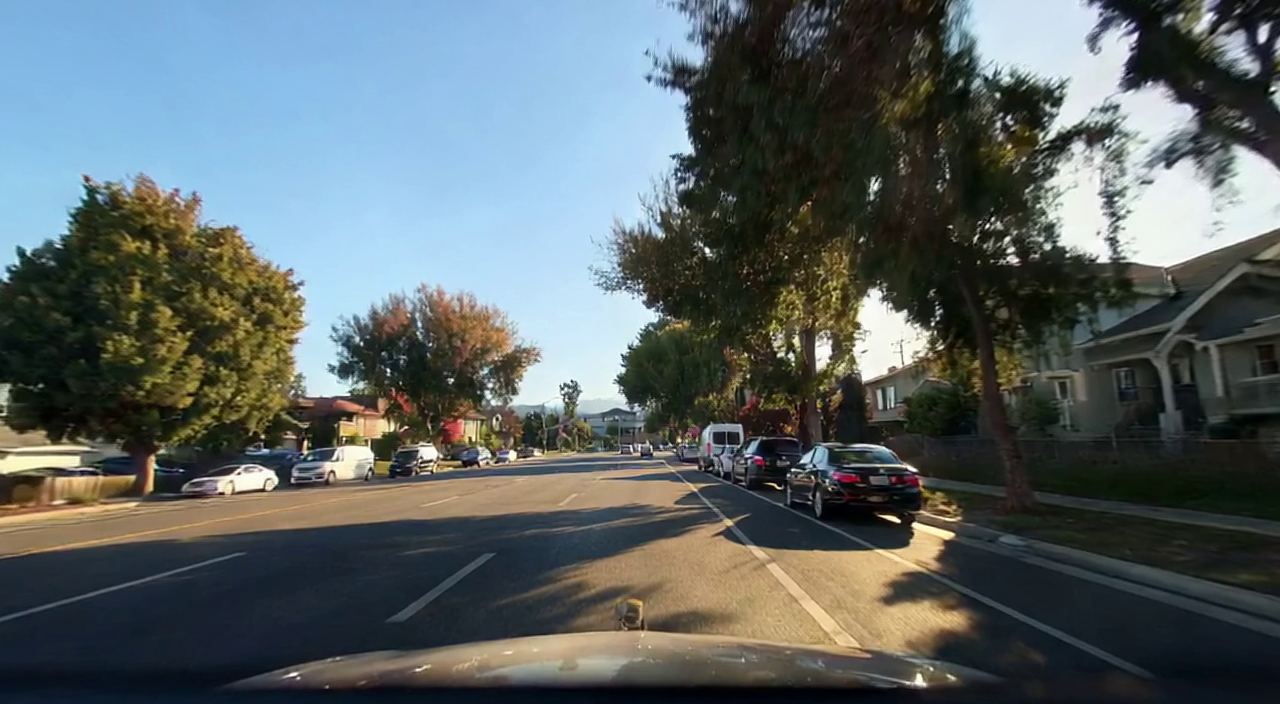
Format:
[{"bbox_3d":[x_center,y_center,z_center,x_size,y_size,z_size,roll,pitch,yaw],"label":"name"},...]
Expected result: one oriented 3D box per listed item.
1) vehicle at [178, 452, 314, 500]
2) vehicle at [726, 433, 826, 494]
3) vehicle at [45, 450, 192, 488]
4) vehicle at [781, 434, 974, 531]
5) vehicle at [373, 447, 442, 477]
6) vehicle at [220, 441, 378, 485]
[{"bbox_3d":[-13.640,4.277,22.246,2.141,1.463,4.245,0,-8,-2],"label":"vehicle"},{"bbox_3d":[4.201,3.524,20.329,2.067,1.706,4.506,0,-9,-2],"label":"vehicle"},{"bbox_3d":[-21.287,4.769,25.959,4.112,1.474,2.134,0,-9,-2],"label":"vehicle"},{"bbox_3d":[4.262,2.389,12.203,1.862,1.515,4.233,0,-9,-4],"label":"vehicle"},{"bbox_3d":[-13.680,6.486,37.504,2.045,1.636,5.214,0,-8,1],"label":"vehicle"},{"bbox_3d":[-15.384,5.034,28.823,5.783,1.904,2.289,0,-9,-3],"label":"vehicle"}]
